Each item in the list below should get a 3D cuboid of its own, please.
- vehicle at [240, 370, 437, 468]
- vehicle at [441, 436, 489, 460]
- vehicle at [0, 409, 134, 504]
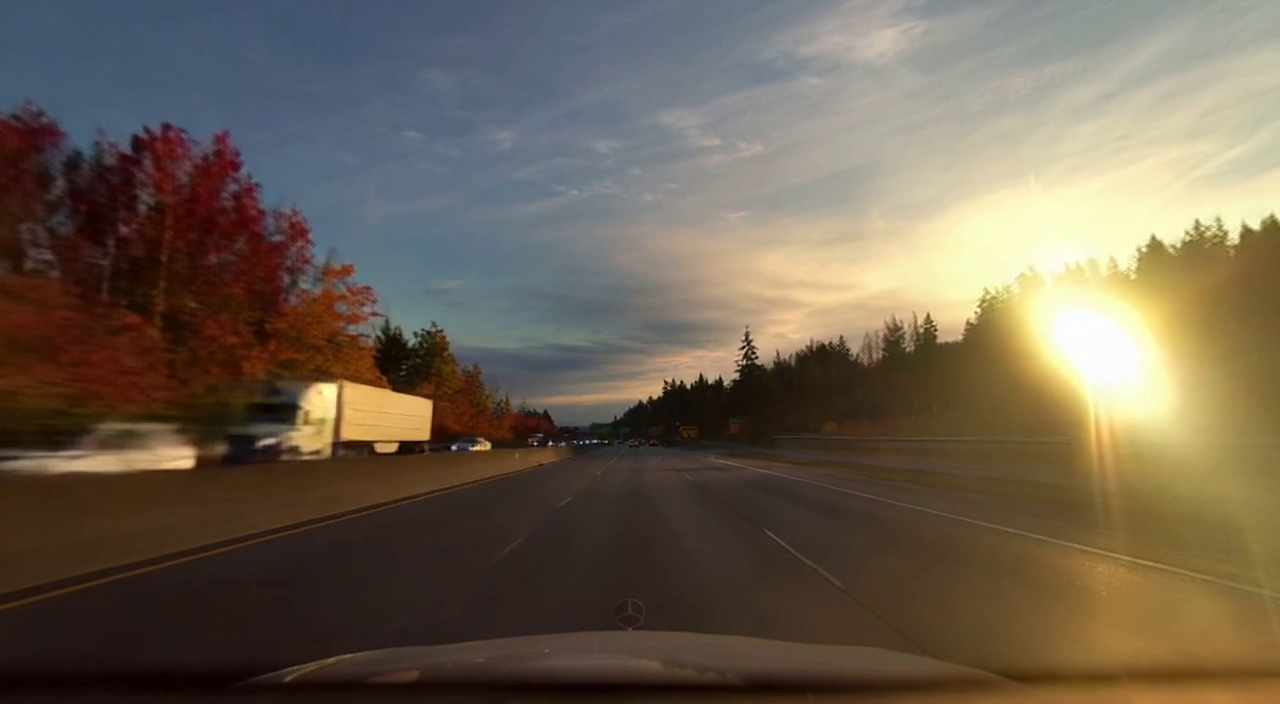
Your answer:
[{"bbox_3d":[-15.084,3.919,34.181,2.927,4.069,16.353,0,-8,-1],"label":"vehicle"},{"bbox_3d":[-11.543,6.330,41.743,1.871,1.479,4.480,0,-8,0],"label":"vehicle"},{"bbox_3d":[-11.702,1.796,10.866,1.968,1.569,4.700,0,-8,1],"label":"vehicle"}]
